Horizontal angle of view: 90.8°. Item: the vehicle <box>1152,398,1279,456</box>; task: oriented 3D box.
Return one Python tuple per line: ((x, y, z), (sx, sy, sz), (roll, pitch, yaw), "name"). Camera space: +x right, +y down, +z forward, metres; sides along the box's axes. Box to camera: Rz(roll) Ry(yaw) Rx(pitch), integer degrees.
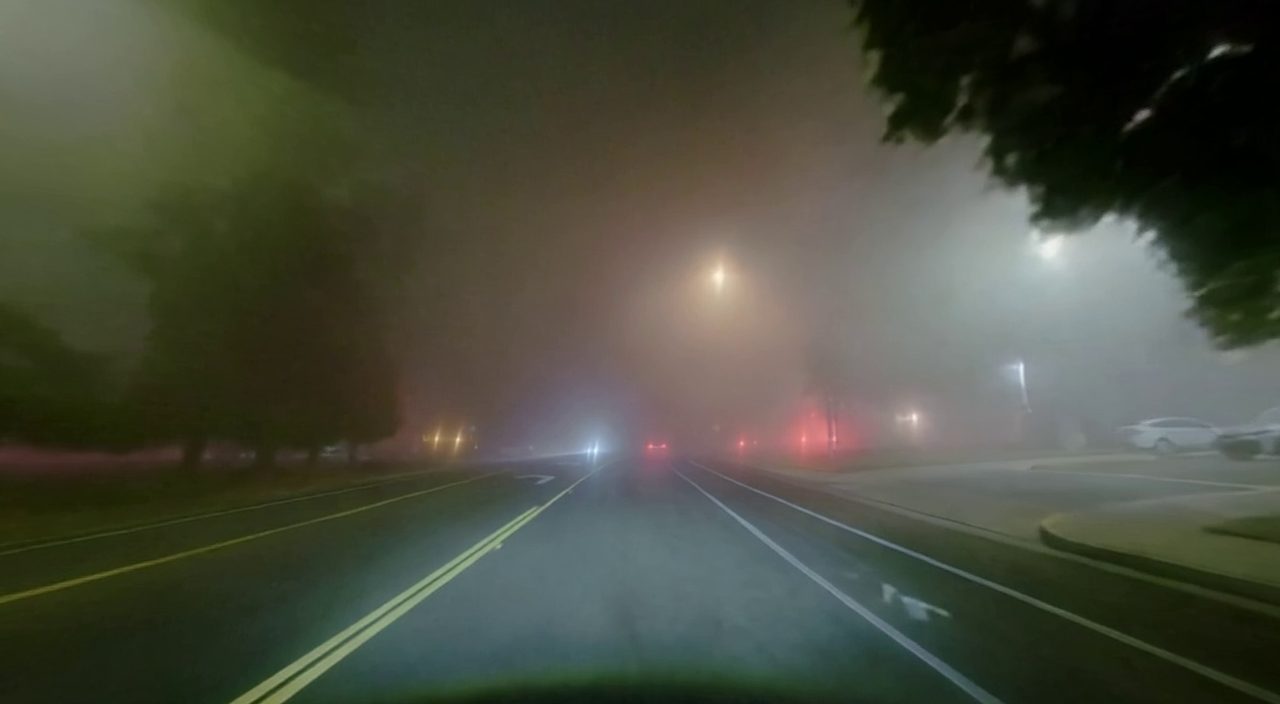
((19.860, 2.499, 21.009), (1.924, 1.703, 4.254), (-4, -9, -1), "vehicle")
